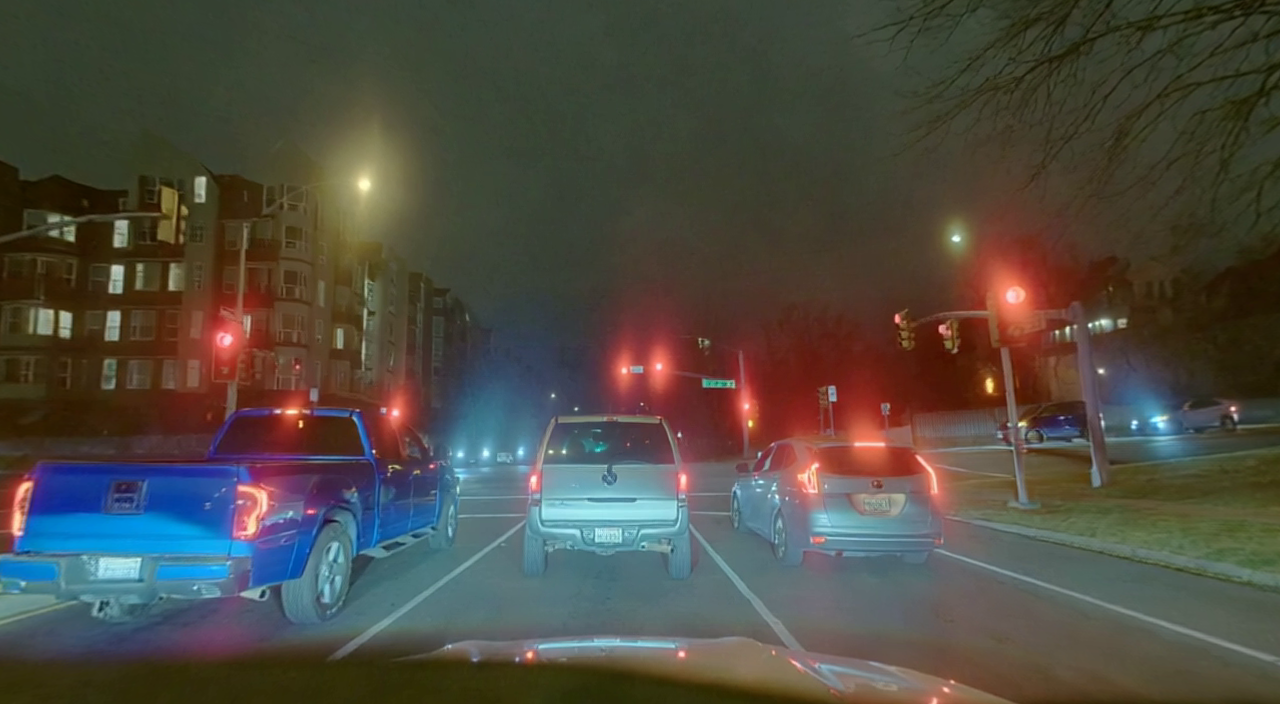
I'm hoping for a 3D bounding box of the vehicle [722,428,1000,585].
[{"bbox_3d":[2.411,1.815,8.306,2.016,1.481,4.336,0,-9,-1],"label":"vehicle"}]

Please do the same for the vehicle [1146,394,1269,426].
[{"bbox_3d":[29.279,3.036,32.697,4.540,1.543,1.803,0,-9,0],"label":"vehicle"}]

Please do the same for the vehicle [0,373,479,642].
[{"bbox_3d":[-3.464,1.437,6.961,2.146,1.828,5.148,0,-9,-2],"label":"vehicle"}]

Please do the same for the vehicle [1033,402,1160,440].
[{"bbox_3d":[23.352,3.578,32.488,4.721,1.866,2.188,0,-9,2],"label":"vehicle"}]

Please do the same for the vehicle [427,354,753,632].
[{"bbox_3d":[-0.392,1.314,6.760,2.282,1.964,4.421,0,-9,-1],"label":"vehicle"}]
